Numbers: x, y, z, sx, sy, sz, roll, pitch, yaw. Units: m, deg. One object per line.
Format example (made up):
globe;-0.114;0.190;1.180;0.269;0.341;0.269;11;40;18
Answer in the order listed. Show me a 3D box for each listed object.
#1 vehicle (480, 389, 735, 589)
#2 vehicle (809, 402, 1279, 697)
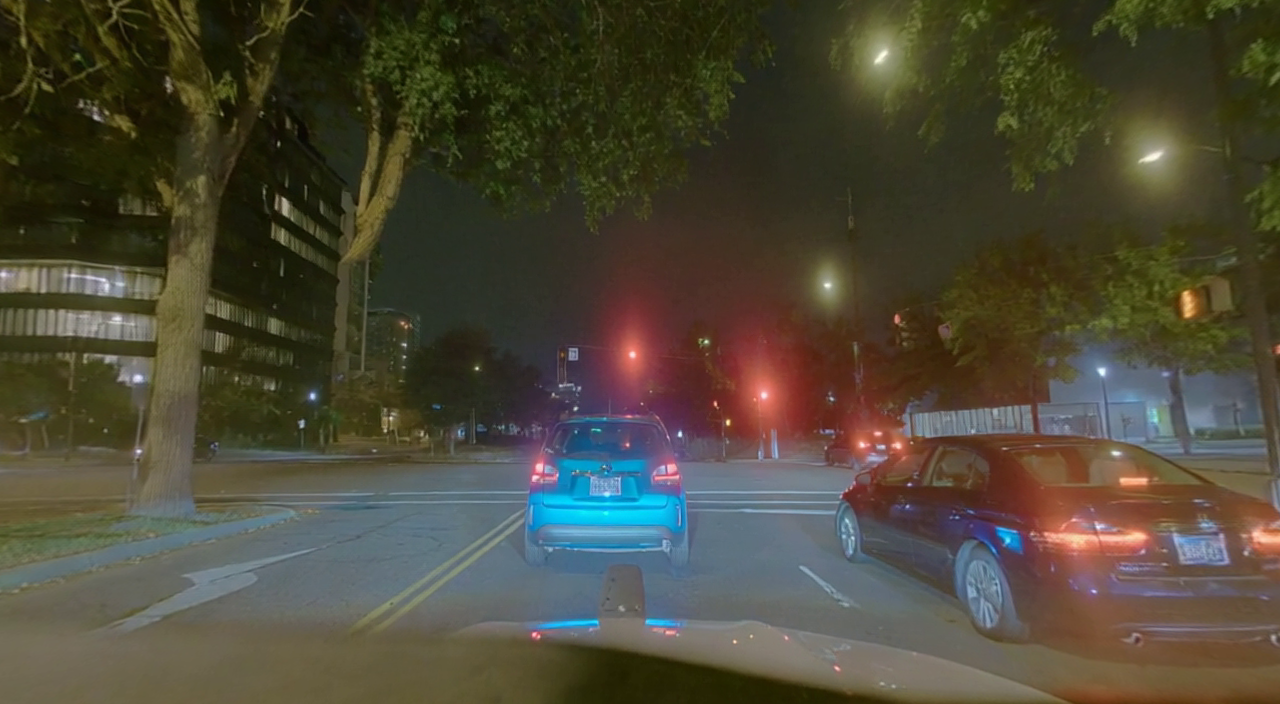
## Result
vehicle;-0.344;1.526;7.790;2.247;1.760;4.231;0;-9;-2
vehicle;3.165;1.402;5.763;1.932;1.562;4.629;0;-9;-1
